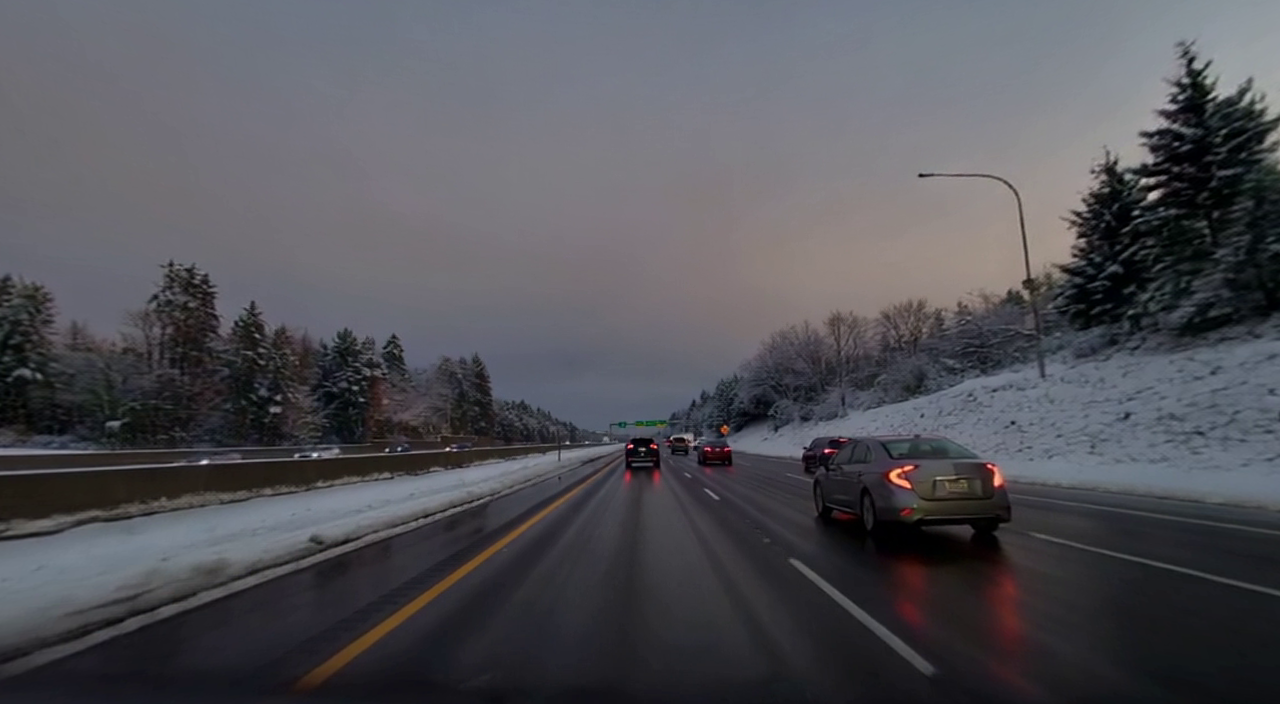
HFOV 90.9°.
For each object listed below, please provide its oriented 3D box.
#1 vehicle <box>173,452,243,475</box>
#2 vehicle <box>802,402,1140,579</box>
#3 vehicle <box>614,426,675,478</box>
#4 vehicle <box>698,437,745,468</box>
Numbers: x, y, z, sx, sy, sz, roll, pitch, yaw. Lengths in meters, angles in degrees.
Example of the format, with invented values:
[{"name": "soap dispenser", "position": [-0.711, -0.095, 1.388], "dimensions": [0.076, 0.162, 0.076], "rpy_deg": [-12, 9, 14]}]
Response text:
[{"name": "vehicle", "position": [-31.055, 7.995, 45.508], "dimensions": [1.827, 1.460, 4.552], "rpy_deg": [0, -8, 0]}, {"name": "vehicle", "position": [3.736, 1.639, 8.292], "dimensions": [2.003, 1.661, 4.418], "rpy_deg": [0, -8, 0]}, {"name": "vehicle", "position": [0.162, 3.897, 24.856], "dimensions": [2.189, 1.852, 4.038], "rpy_deg": [0, -8, 0]}, {"name": "vehicle", "position": [4.201, 5.245, 33.017], "dimensions": [1.825, 1.487, 4.034], "rpy_deg": [0, -8, -1]}]
